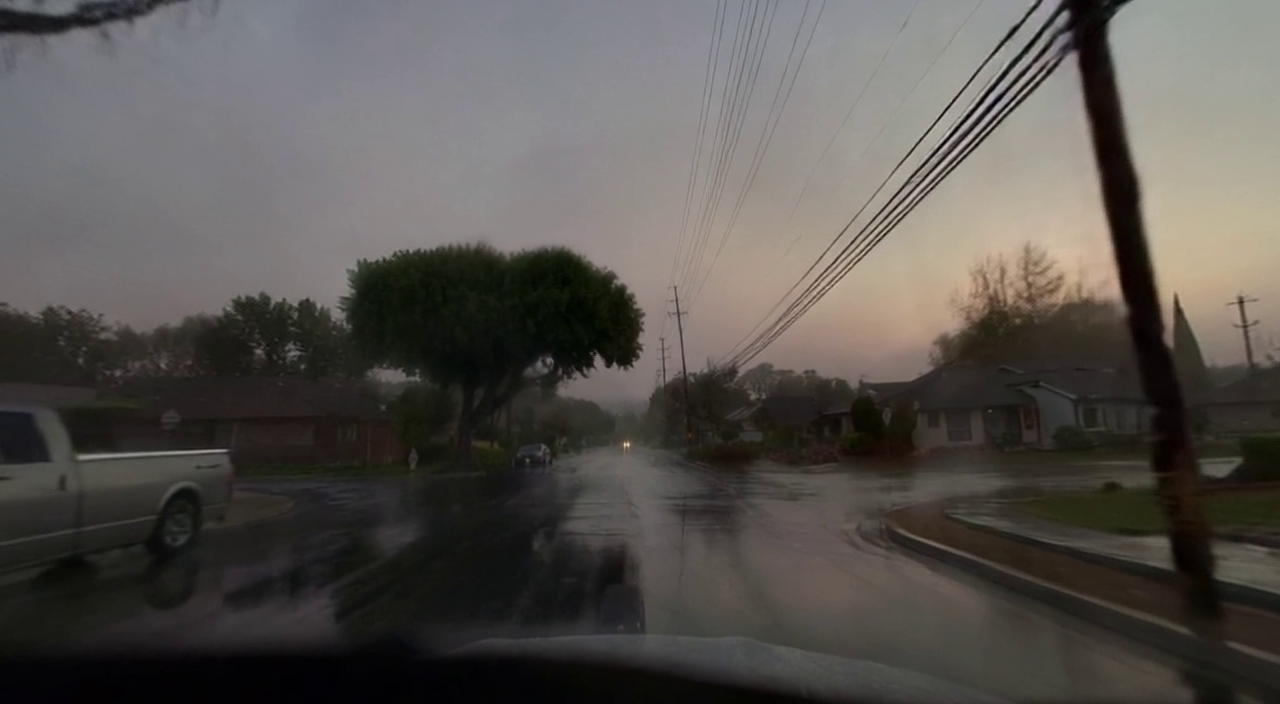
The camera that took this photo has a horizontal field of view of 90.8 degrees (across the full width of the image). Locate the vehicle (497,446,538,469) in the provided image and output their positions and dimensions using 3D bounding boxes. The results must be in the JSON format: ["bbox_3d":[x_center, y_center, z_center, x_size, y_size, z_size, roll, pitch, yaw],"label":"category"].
[{"bbox_3d":[-8.615,7.444,44.714,2.095,1.491,4.422,0,-8,-1],"label":"vehicle"}]

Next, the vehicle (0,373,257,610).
[{"bbox_3d":[-7.354,1.510,6.963,2.739,2.164,6.065,-1,-9,-3],"label":"vehicle"}]
